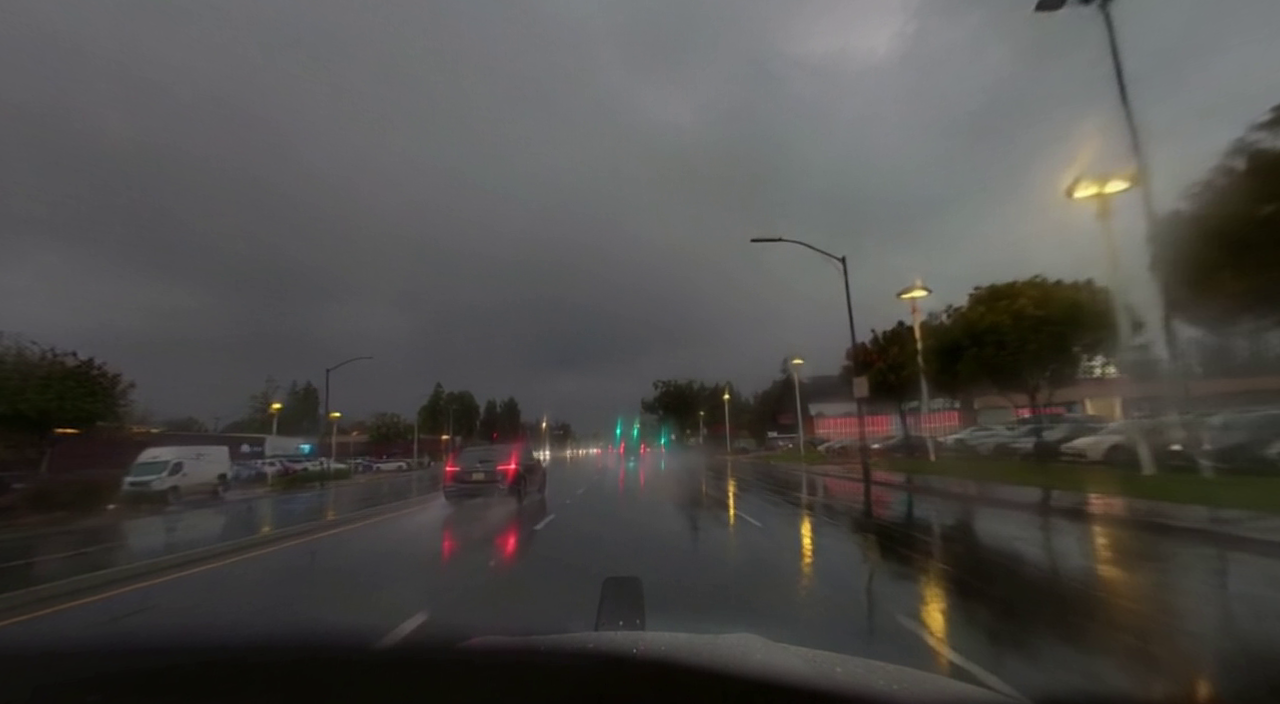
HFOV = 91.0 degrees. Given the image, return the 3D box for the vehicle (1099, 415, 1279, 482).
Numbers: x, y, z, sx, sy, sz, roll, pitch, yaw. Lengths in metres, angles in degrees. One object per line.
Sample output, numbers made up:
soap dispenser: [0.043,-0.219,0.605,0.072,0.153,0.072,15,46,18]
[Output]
vehicle: [14.468,2.401,15.748,4.307,1.552,2.063,0,-9,0]

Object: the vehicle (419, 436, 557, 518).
vehicle: [-3.133,2.662,13.960,1.939,1.496,4.309,0,-9,0]

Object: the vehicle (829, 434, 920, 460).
vehicle: [13.962,5.662,37.657,4.630,1.497,2.016,0,-9,0]

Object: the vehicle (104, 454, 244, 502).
vehicle: [-23.106,6.205,31.684,2.416,2.082,6.190,0,-9,-2]

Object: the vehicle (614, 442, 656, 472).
vehicle: [-0.267,5.415,32.741,2.019,1.459,4.005,0,-9,-1]
